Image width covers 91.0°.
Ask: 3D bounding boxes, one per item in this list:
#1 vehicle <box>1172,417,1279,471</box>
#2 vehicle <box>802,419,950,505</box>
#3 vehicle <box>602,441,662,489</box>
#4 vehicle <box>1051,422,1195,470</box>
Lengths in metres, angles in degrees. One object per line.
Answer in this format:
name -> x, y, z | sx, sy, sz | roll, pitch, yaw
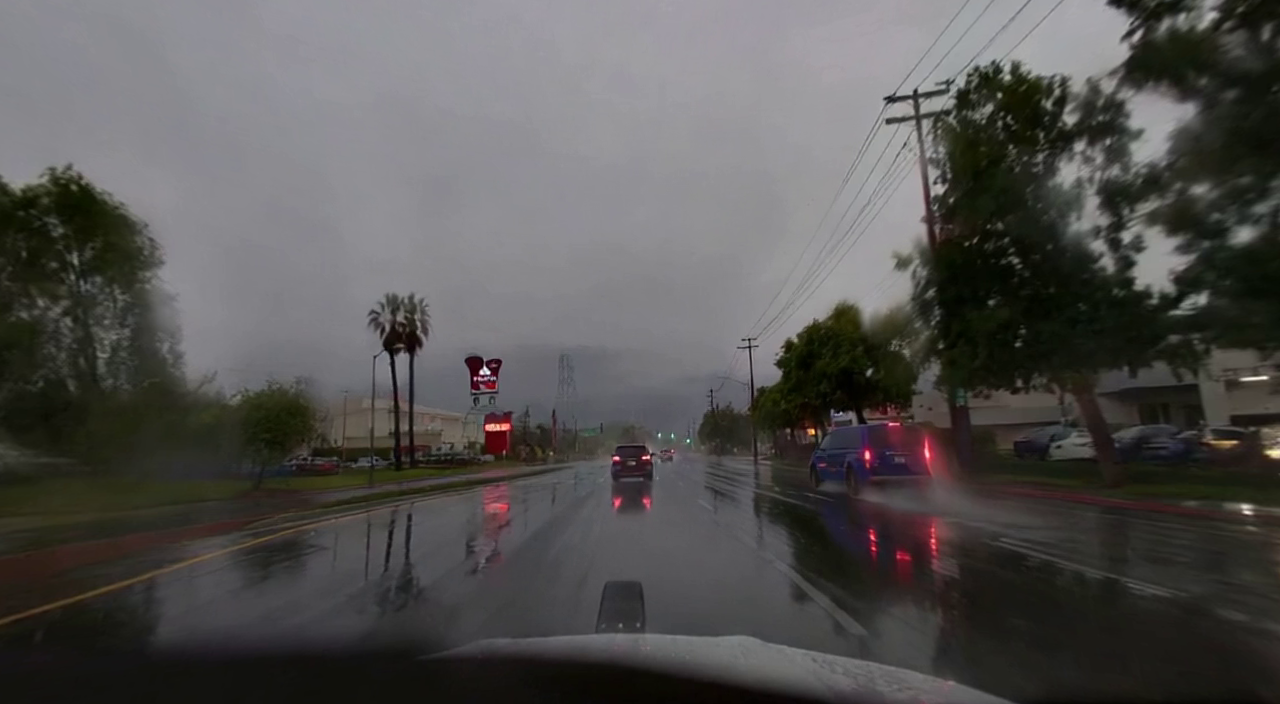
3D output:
vehicle -> 20.378, 2.989, 20.486 | 4.228, 1.654, 1.996 | 0, -9, -1
vehicle -> 5.926, 2.832, 16.516 | 2.107, 1.928, 4.471 | 0, -9, 0
vehicle -> -0.263, 4.399, 24.789 | 2.138, 1.672, 4.168 | 0, -9, 0
vehicle -> 19.810, 3.871, 25.999 | 4.084, 1.567, 1.967 | -5, -9, 5
